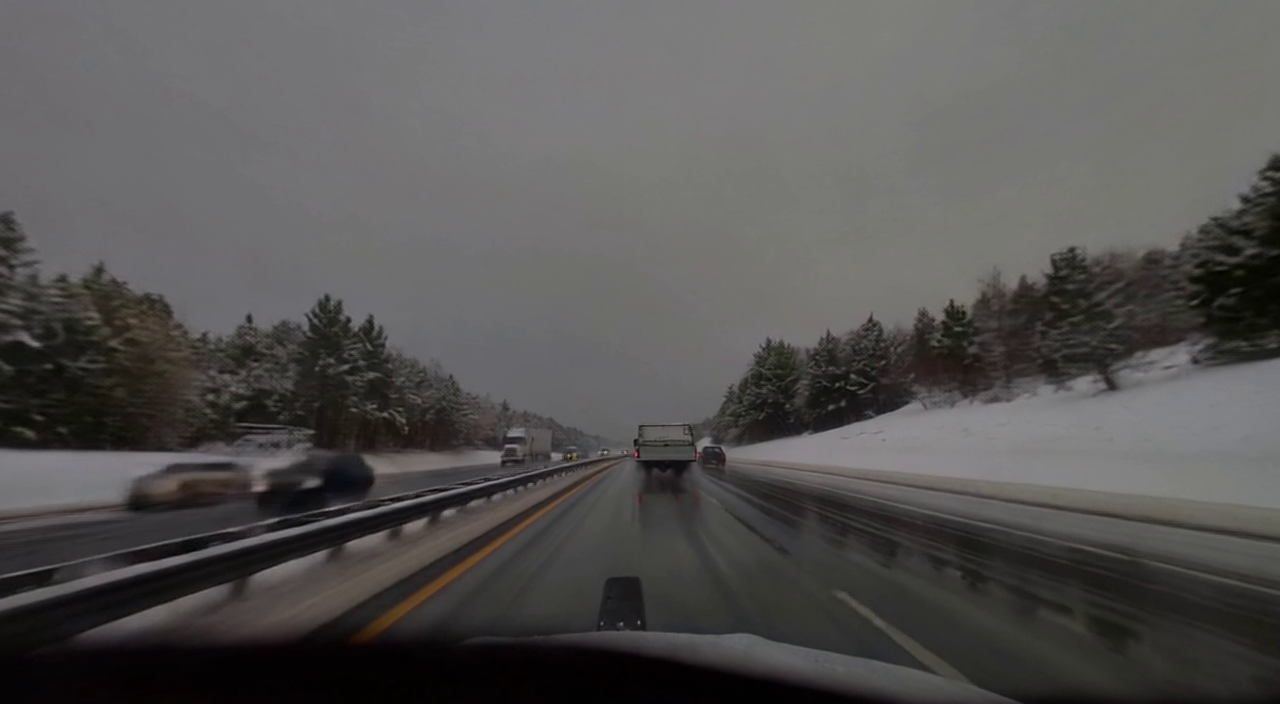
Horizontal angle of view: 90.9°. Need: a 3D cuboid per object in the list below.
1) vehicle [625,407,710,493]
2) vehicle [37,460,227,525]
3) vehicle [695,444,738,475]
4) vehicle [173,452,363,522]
[{"bbox_3d":[0.742,3.275,21.161,2.423,2.517,5.055,0,-9,-2],"label":"vehicle"},{"bbox_3d":[-13.490,3.702,17.107,1.900,1.459,3.853,0,-9,0],"label":"vehicle"},{"bbox_3d":[3.813,5.443,32.134,1.654,1.441,4.066,0,-9,-1],"label":"vehicle"},{"bbox_3d":[-9.164,3.323,16.139,2.090,1.496,4.568,0,-9,0],"label":"vehicle"}]
